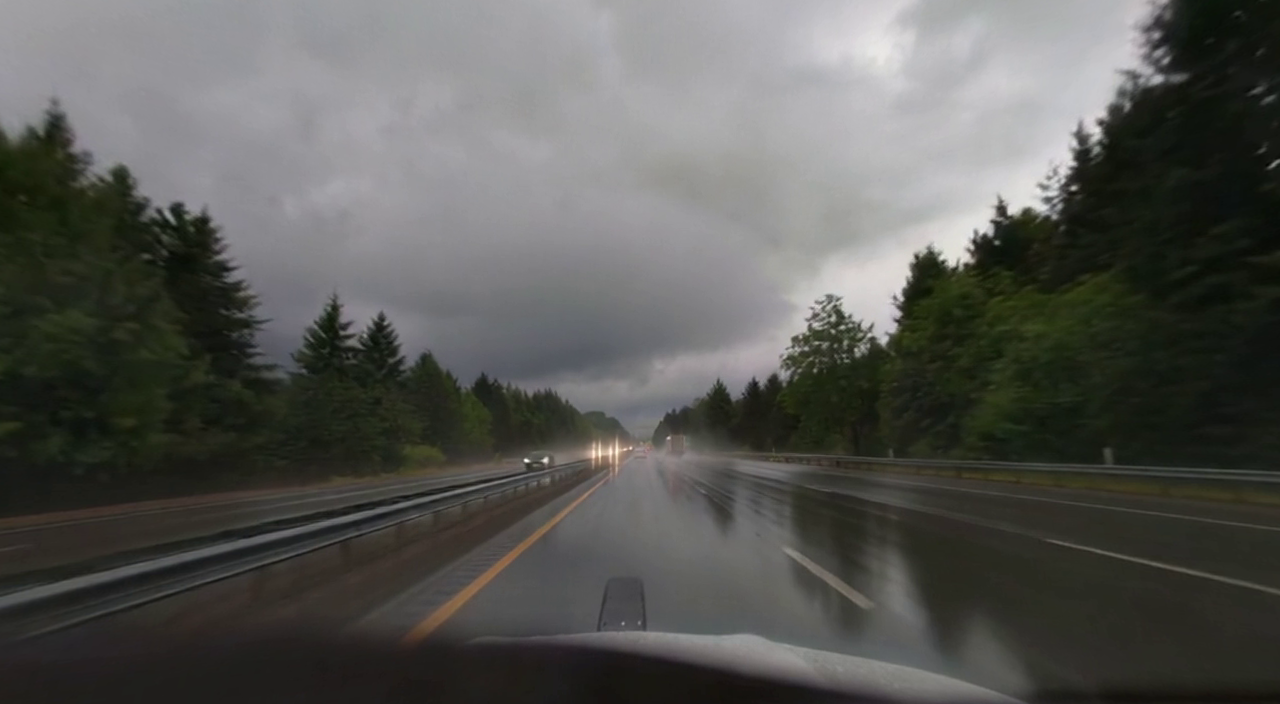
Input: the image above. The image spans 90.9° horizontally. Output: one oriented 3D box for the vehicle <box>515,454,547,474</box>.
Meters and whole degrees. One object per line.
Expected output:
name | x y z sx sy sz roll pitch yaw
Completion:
vehicle | -8.564 8.836 49.864 1.777 1.444 4.029 0 -9 1
